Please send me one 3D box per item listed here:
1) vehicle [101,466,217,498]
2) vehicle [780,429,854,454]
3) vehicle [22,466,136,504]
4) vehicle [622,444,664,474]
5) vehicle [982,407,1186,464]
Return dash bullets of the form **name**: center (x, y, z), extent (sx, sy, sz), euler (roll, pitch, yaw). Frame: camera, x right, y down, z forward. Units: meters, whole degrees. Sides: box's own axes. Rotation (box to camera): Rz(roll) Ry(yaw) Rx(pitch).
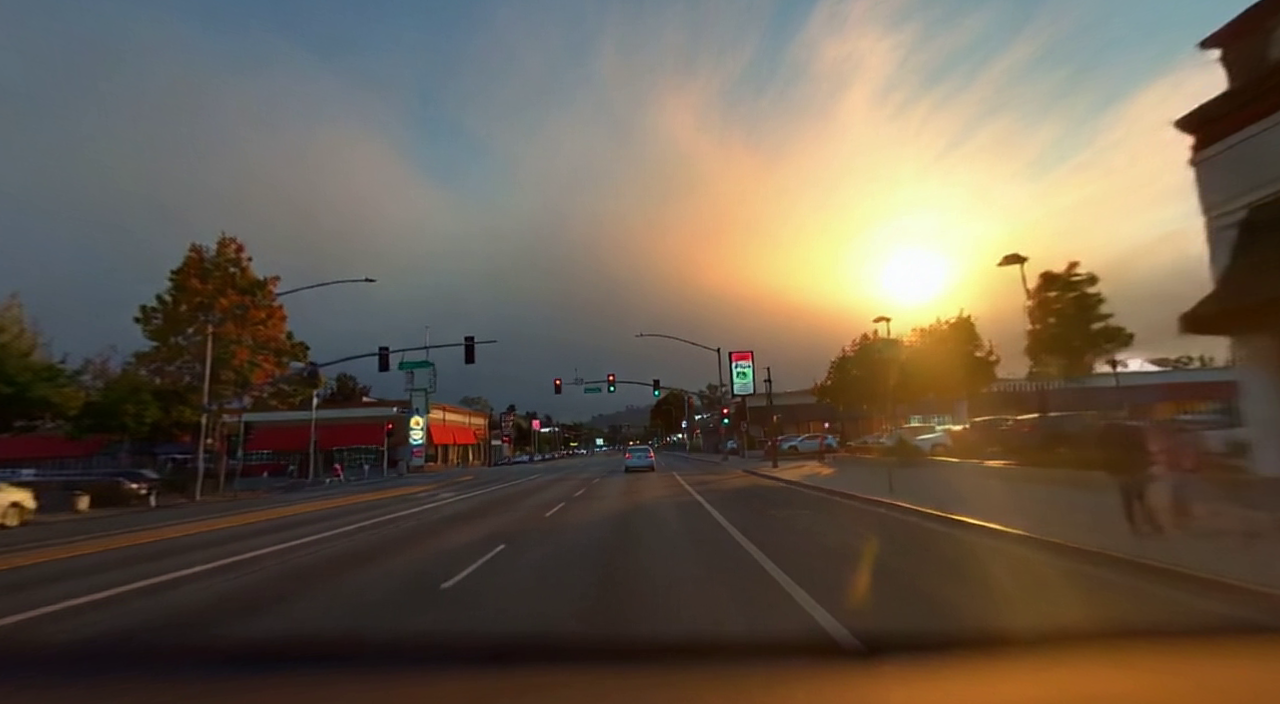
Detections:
- **vehicle**: center (-25.911, 6.978, 34.154), extent (2.007, 1.466, 4.543), euler (-8, -11, 41)
- **vehicle**: center (13.378, 6.827, 47.965), extent (4.852, 1.805, 2.155), euler (0, -9, -2)
- **vehicle**: center (-26.366, 6.223, 29.777), extent (3.790, 1.515, 1.704), euler (8, -12, -43)
- **vehicle**: center (0.145, 5.412, 32.160), extent (1.977, 1.451, 4.032), euler (0, -9, 0)
- **vehicle**: center (12.964, 2.488, 18.698), extent (4.466, 1.553, 2.060), euler (0, -9, -1)
